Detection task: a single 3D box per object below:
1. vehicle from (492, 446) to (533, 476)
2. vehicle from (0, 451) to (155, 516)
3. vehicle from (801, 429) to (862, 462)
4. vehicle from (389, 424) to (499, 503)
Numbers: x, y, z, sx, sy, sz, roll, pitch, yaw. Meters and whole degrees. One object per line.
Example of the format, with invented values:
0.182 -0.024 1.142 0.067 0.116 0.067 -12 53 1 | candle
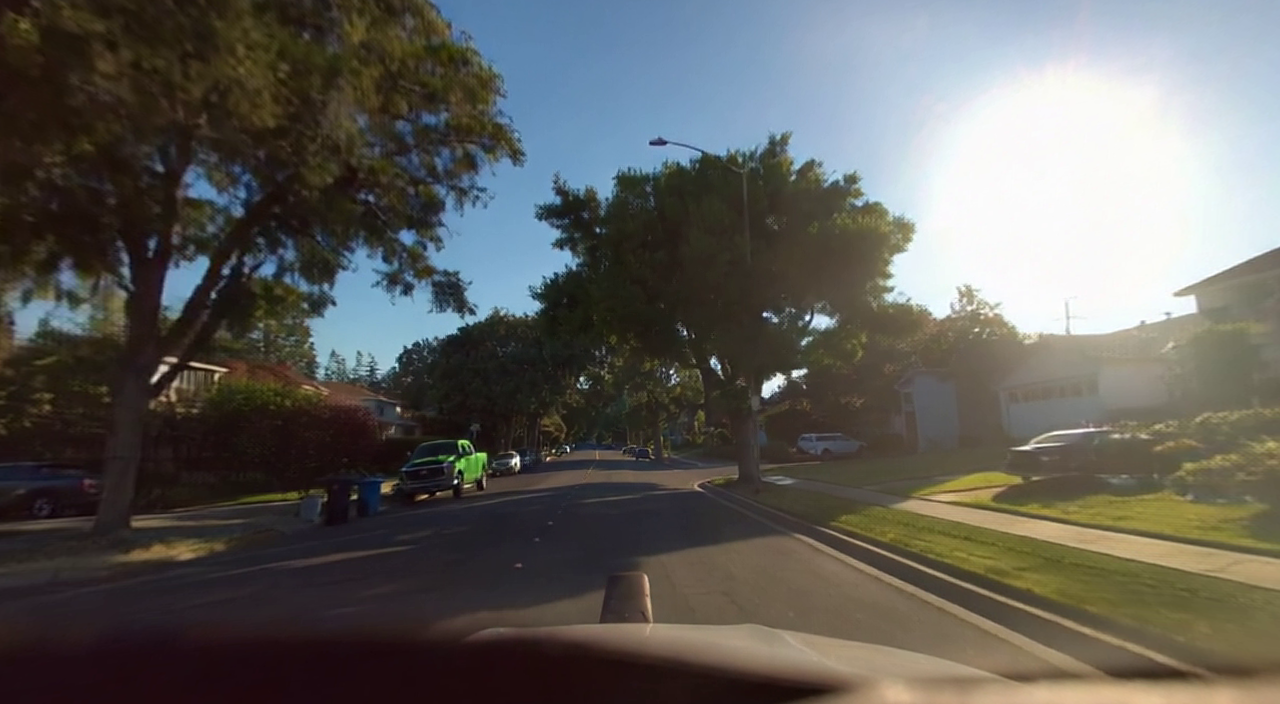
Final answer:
-8.192 6.990 40.793 1.945 1.530 4.430 -4 -7 -5 | vehicle
-15.617 3.369 16.182 4.617 1.491 1.953 -1 -10 -2 | vehicle
11.308 5.536 37.651 1.936 1.687 4.714 -4 -7 -2 | vehicle
-7.044 3.971 23.469 2.223 2.115 5.707 5 -4 -1 | vehicle
